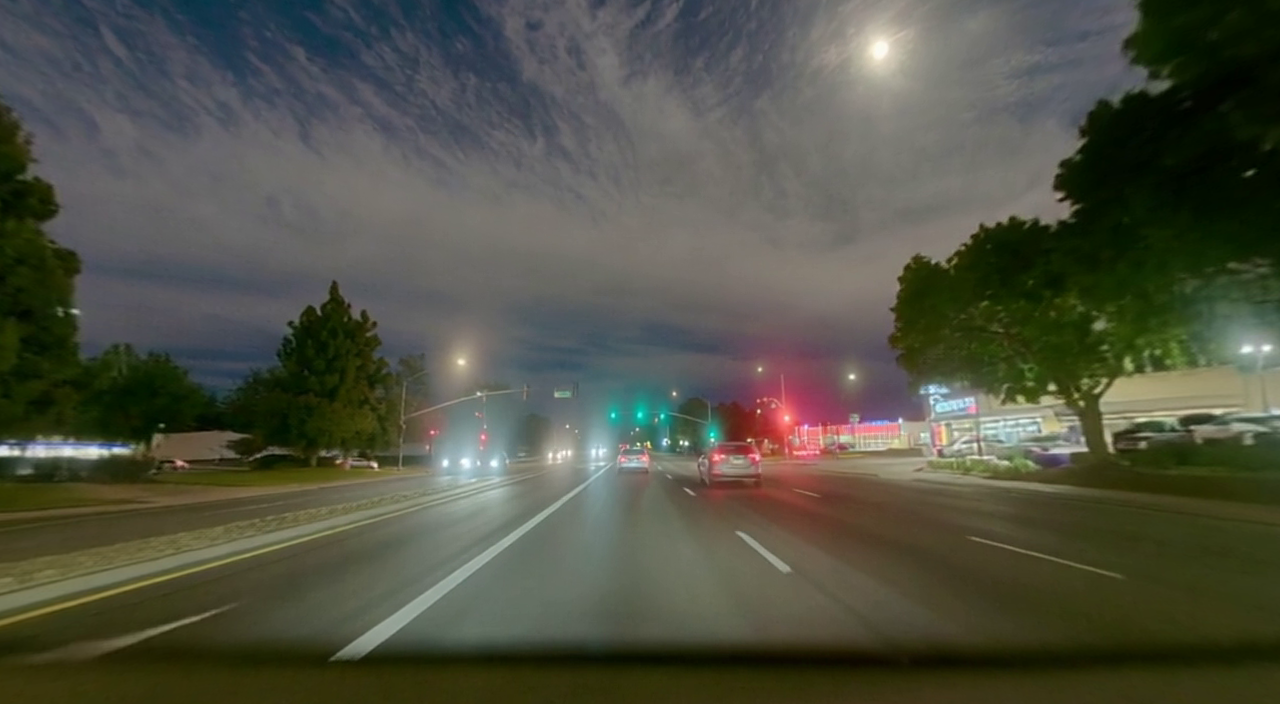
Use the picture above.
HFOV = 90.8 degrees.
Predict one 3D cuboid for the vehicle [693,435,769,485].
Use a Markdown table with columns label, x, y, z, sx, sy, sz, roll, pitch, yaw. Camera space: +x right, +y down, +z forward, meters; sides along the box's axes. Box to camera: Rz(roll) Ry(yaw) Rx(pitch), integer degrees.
| label | x | y | z | sx | sy | sz | roll | pitch | yaw |
| --- | --- | --- | --- | --- | --- | --- | --- | --- | --- |
| vehicle | 3.241 | 3.952 | 23.384 | 2.022 | 1.643 | 4.326 | 0 | -8 | -2 |

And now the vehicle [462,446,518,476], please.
| label | x | y | z | sx | sy | sz | roll | pitch | yaw |
| --- | --- | --- | --- | --- | --- | --- | --- | --- | --- |
| vehicle | -8.327 | 6.064 | 35.430 | 1.990 | 1.534 | 4.630 | 0 | -8 | 0 |

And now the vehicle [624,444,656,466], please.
| label | x | y | z | sx | sy | sz | roll | pitch | yaw |
| --- | --- | --- | --- | --- | --- | --- | --- | --- | --- |
| vehicle | -0.003 | 7.238 | 44.582 | 2.135 | 1.468 | 4.076 | 0 | -8 | -1 |
